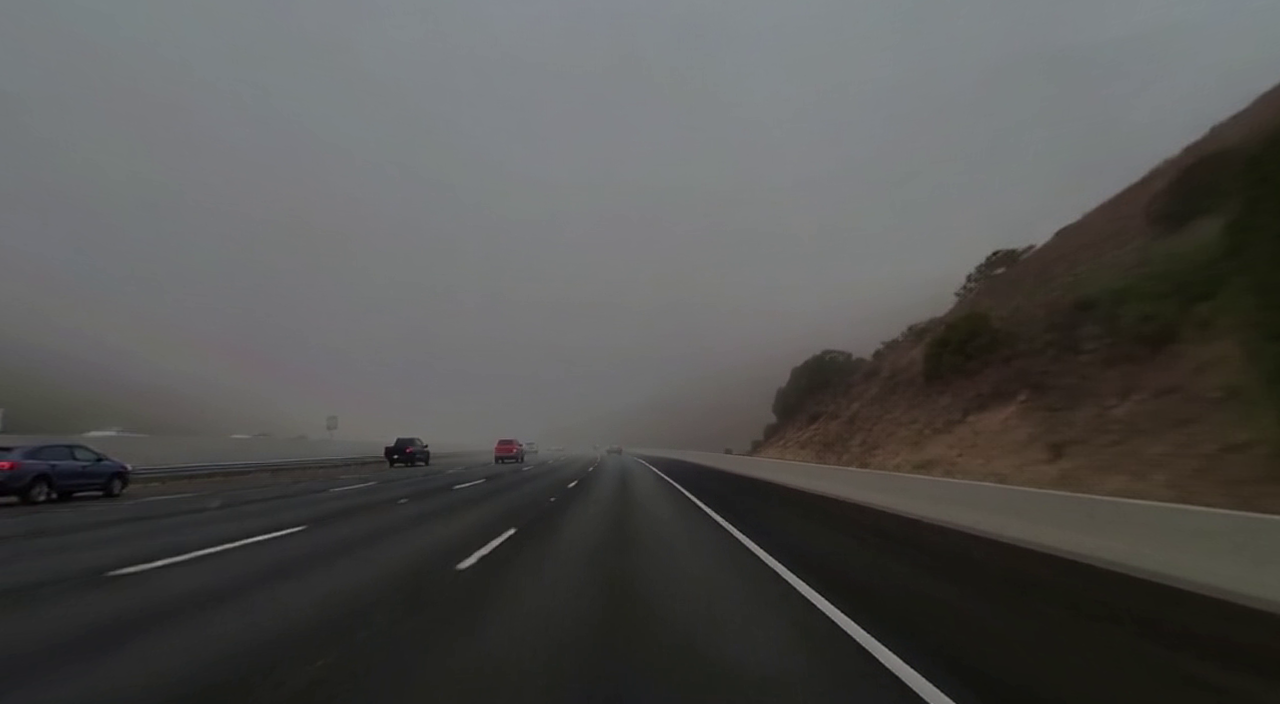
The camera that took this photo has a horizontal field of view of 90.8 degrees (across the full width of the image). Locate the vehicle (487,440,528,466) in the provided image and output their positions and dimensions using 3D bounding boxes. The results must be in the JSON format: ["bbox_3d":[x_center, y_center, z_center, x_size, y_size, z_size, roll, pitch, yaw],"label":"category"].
[{"bbox_3d":[-9.322,7.126,44.723,2.104,1.715,4.319,0,-9,-2],"label":"vehicle"}]

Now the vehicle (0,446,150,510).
[{"bbox_3d":[-15.364,3.137,16.220,1.955,1.429,4.575,0,-9,-1],"label":"vehicle"}]

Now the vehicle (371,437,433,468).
[{"bbox_3d":[-16.015,6.771,42.851,2.240,1.953,5.452,0,-9,-2],"label":"vehicle"}]
